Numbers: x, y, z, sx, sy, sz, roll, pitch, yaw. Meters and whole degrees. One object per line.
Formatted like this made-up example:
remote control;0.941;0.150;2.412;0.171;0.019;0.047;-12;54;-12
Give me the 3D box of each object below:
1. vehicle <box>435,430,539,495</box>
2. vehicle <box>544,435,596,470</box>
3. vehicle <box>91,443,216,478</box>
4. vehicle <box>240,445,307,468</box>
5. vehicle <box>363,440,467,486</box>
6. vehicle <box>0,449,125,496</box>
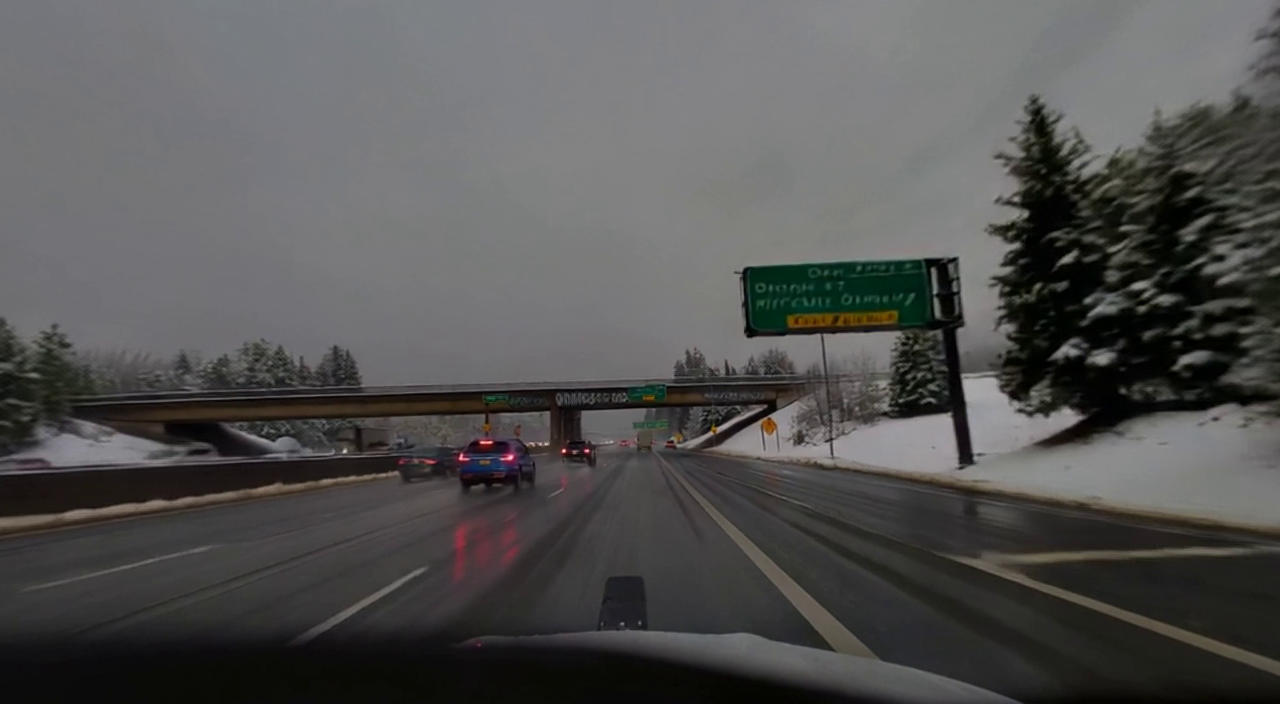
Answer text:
vehicle;-4.275;3.144;18.221;1.969;1.633;3.962;0;-8;1
vehicle;-3.560;5.256;32.916;2.154;1.693;4.394;0;-8;1
vehicle;-24.069;5.344;31.398;1.969;1.580;5.258;0;-8;1
vehicle;-27.418;7.840;47.153;2.039;1.597;4.846;0;-8;0
vehicle;-7.844;3.899;22.444;1.917;1.449;4.727;0;-8;0
vehicle;-20.634;4.126;21.977;1.749;1.441;3.952;0;-8;1
